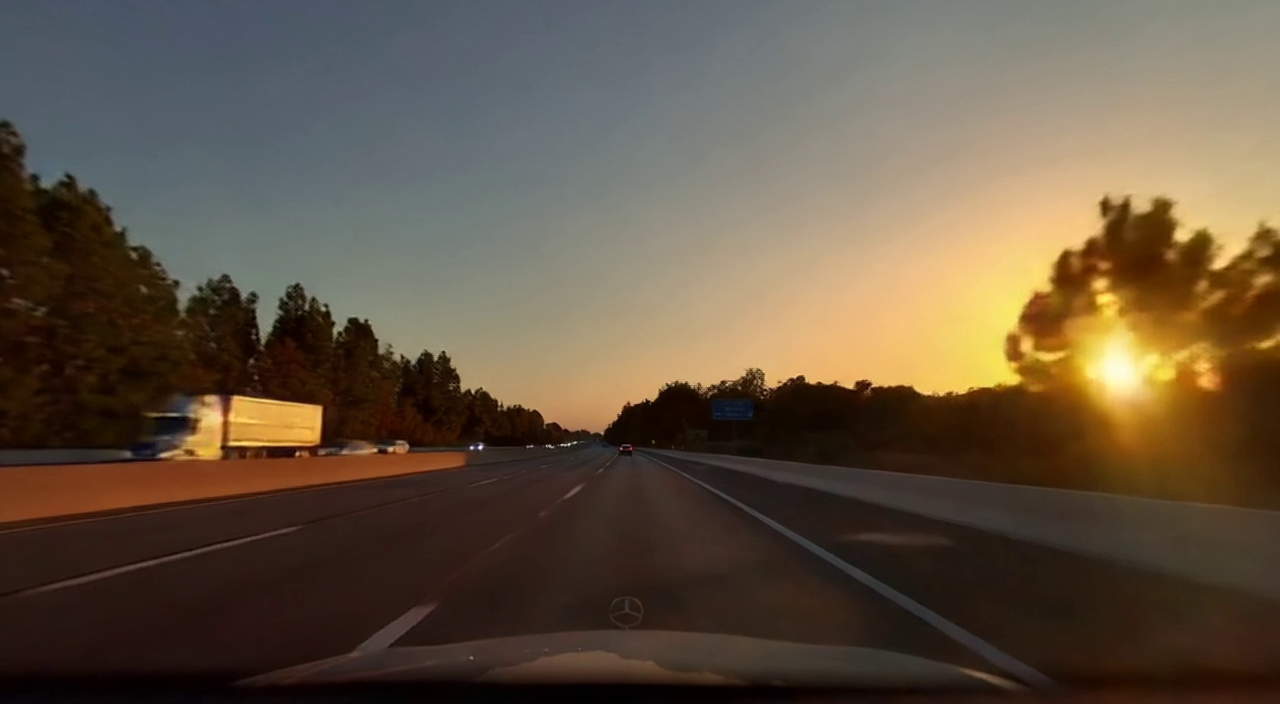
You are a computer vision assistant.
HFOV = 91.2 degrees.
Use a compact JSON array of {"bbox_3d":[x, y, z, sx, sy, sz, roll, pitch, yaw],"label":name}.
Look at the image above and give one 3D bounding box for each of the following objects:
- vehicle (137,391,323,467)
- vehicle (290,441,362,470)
[{"bbox_3d":[-25.437,5.170,40.557,2.832,4.001,14.137,0,-9,-1],"label":"vehicle"},{"bbox_3d":[-17.772,5.856,35.785,1.844,1.527,4.384,0,-9,-1],"label":"vehicle"}]
